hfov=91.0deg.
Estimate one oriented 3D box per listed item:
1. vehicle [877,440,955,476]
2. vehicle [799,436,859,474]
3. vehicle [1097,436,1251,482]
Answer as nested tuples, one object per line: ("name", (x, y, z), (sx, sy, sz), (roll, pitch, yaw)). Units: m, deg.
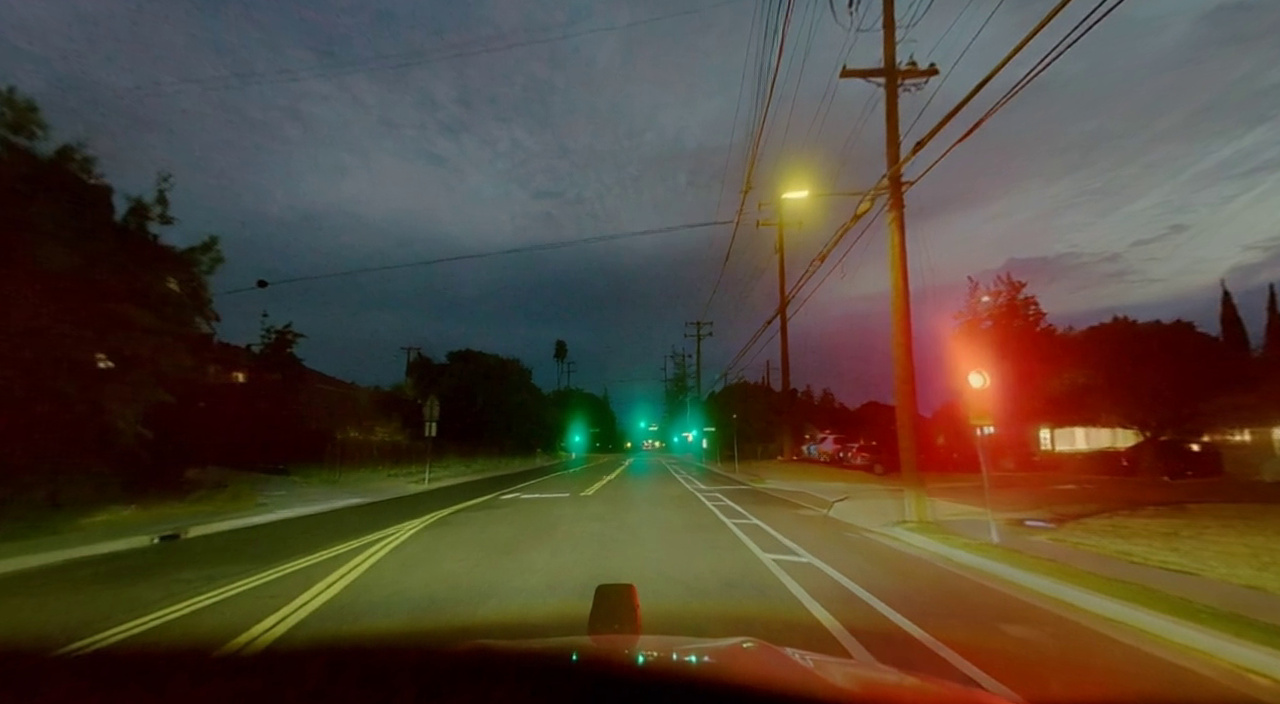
("vehicle", (13.742, 5.303, 31.660), (1.935, 1.683, 4.669), (0, -9, 3))
("vehicle", (10.483, 5.753, 35.259), (1.912, 1.953, 4.651), (0, -9, 0))
("vehicle", (21.218, 4.232, 25.169), (3.943, 1.664, 2.391), (0, -8, -1))
